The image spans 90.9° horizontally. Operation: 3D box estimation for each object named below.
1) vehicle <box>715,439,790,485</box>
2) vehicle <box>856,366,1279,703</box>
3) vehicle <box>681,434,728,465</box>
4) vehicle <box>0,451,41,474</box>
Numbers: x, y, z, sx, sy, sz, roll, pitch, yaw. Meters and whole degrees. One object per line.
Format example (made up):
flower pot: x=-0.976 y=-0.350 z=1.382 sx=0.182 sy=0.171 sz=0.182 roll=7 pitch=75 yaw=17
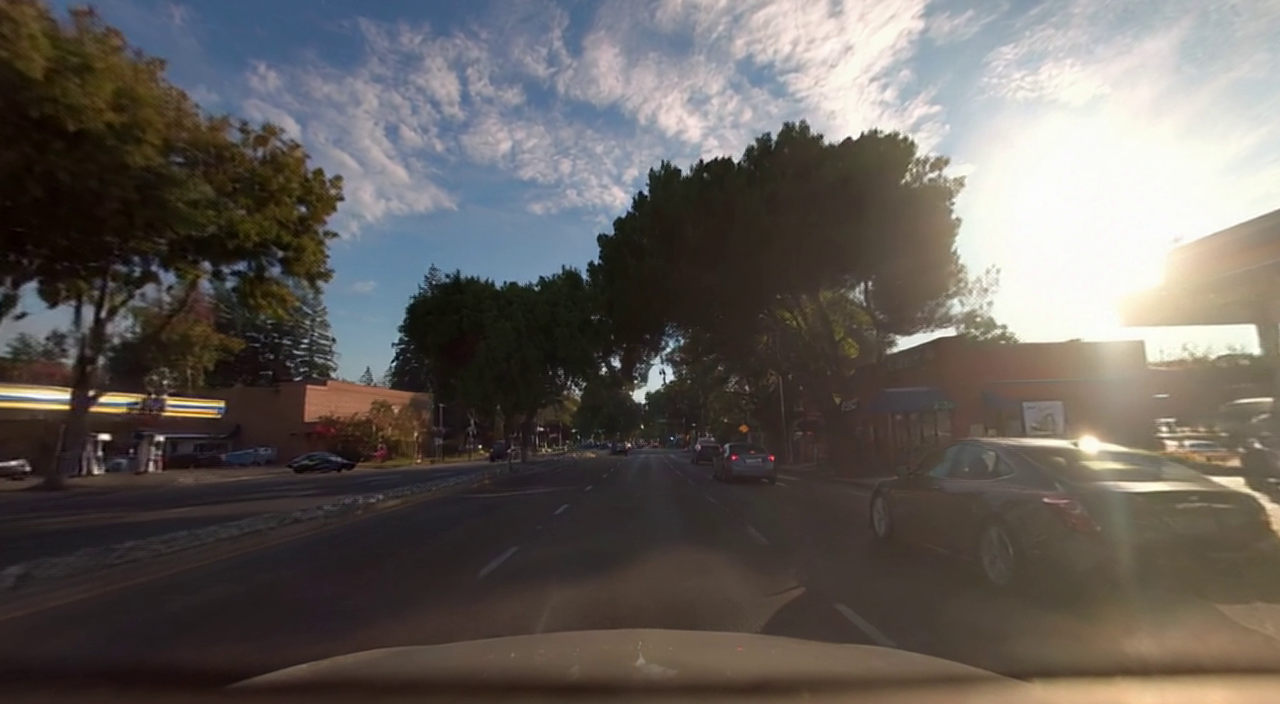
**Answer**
vehicle: x=3.858 y=3.845 z=22.300 sx=1.871 sy=1.442 sz=4.122 roll=0 pitch=-8 yaw=-1
vehicle: x=3.620 y=1.249 z=5.236 sx=1.875 sy=1.665 sz=4.931 roll=0 pitch=-8 yaw=0
vehicle: x=4.228 y=6.542 z=42.427 sx=2.611 sy=1.983 sz=5.165 roll=0 pitch=-8 yaw=0
vehicle: x=-43.854 y=7.622 z=43.476 sx=1.820 sy=1.459 sz=4.381 roll=1 pitch=-8 yaw=-18
